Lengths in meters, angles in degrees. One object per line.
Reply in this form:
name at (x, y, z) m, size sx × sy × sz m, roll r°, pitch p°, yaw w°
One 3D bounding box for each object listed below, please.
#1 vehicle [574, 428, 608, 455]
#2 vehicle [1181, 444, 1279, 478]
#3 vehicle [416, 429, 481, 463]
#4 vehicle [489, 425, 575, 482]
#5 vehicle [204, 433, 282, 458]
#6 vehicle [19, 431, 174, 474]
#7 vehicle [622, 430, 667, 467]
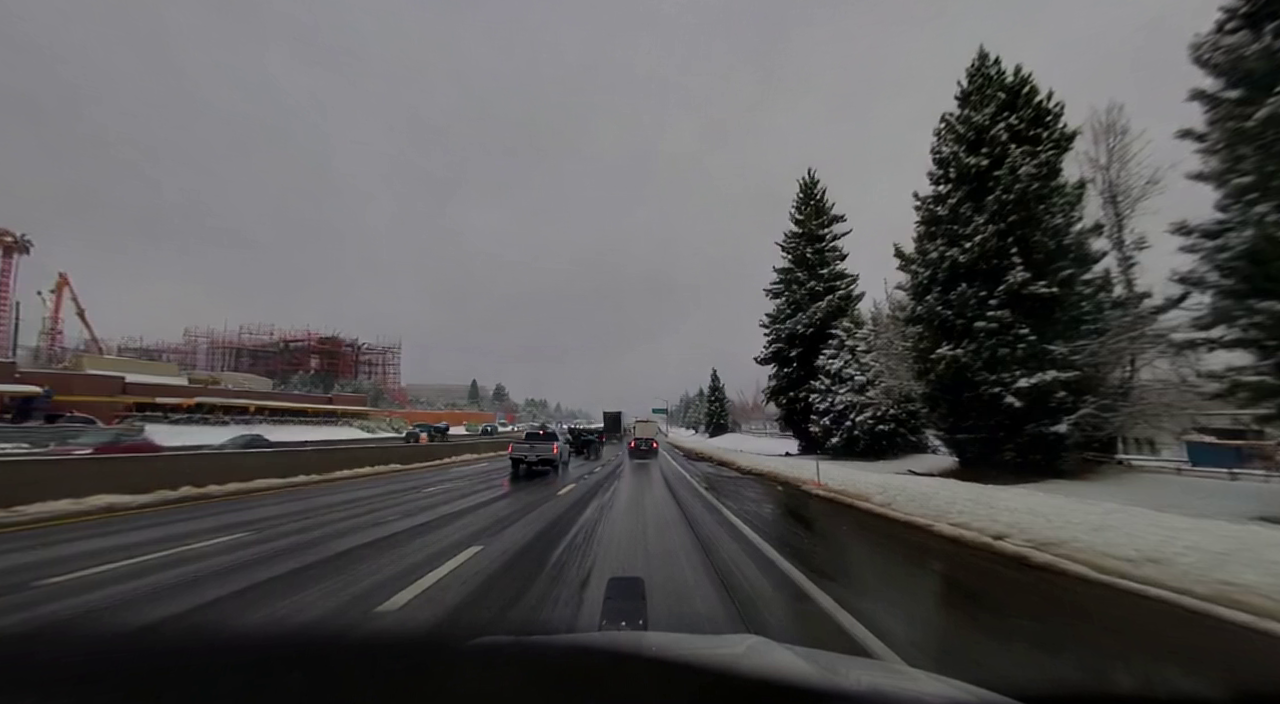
vehicle at (-3.779, 7.020, 49.456) m, size 2.203 × 1.958 × 4.848 m, roll 0°, pitch -8°, yaw 1°
vehicle at (32.291, 5.783, 33.800) m, size 1.993 × 1.670 × 4.439 m, roll 4°, pitch -9°, yaw -27°
vehicle at (-10.806, 5.363, 35.995) m, size 2.104 × 1.818 × 4.721 m, roll 0°, pitch -8°, yaw 1°
vehicle at (-3.602, 3.487, 21.906) m, size 2.108 × 1.740 × 4.549 m, roll 0°, pitch -8°, yaw 1°
vehicle at (-24.641, 5.832, 39.374) m, size 1.861 × 1.483 × 4.467 m, roll 0°, pitch -8°, yaw 1°
vehicle at (-20.988, 3.890, 24.679) m, size 1.970 × 1.518 × 4.538 m, roll 0°, pitch -8°, yaw 1°
vehicle at (0.209, 4.800, 31.516) m, size 2.136 × 1.678 × 4.052 m, roll 0°, pitch -8°, yaw 0°
